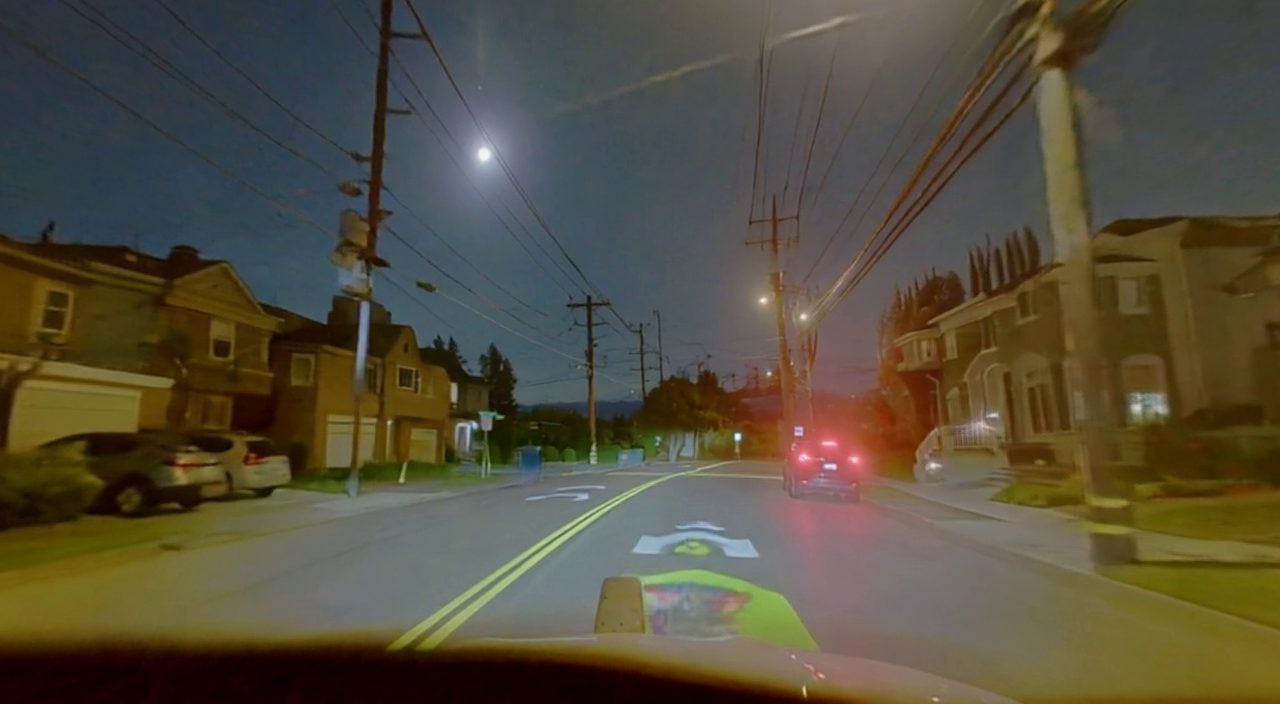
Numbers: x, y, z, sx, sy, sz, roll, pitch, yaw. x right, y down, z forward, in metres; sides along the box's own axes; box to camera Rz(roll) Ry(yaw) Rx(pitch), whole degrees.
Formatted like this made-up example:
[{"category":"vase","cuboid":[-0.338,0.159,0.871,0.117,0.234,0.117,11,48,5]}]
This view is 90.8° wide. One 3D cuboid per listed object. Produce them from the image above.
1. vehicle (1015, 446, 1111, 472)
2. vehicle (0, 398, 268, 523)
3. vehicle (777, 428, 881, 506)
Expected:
[{"category":"vehicle","cuboid":[25.486,6.482,38.209,4.322,1.499,1.927,-3,-9,15]},{"category":"vehicle","cuboid":[-11.370,2.272,13.716,5.228,2.041,2.023,4,-8,6]},{"category":"vehicle","cuboid":[5.075,3.126,17.630,2.070,1.847,4.457,-1,-8,8]}]
